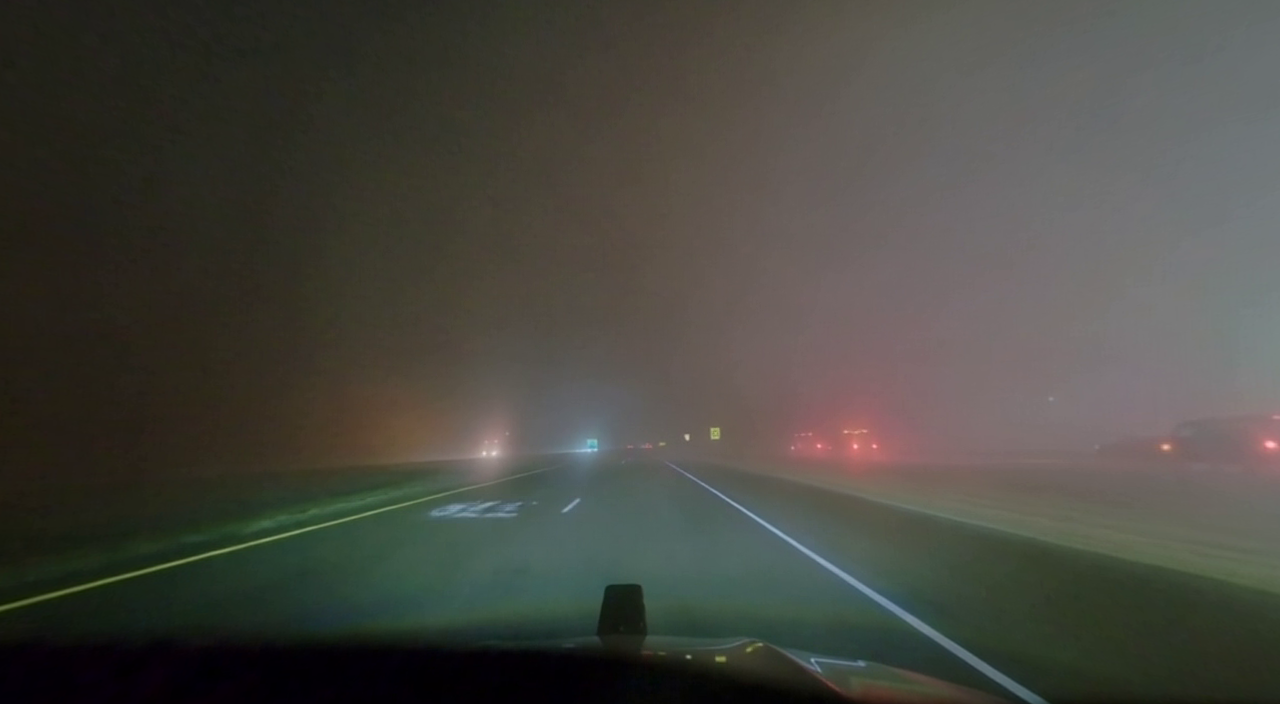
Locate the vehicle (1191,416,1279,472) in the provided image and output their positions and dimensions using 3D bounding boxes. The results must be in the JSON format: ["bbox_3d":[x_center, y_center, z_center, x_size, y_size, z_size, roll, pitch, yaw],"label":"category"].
[{"bbox_3d":[44.164,6.482,44.817,6.064,3.689,3.868,-2,-8,2],"label":"vehicle"}]
